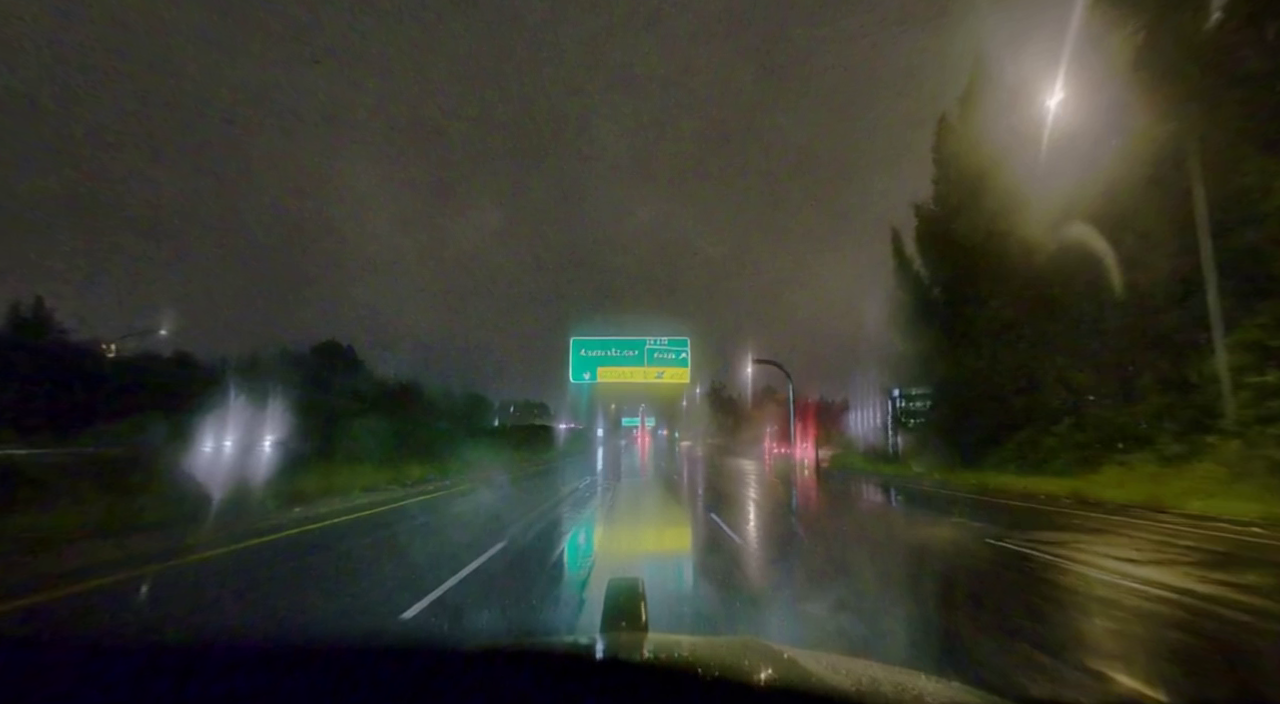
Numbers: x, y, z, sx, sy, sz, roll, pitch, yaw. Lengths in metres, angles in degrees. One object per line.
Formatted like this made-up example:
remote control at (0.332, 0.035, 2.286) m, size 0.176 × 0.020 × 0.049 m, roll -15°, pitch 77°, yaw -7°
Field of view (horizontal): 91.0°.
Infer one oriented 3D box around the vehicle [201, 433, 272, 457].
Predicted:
vehicle at (-27.352, 6.331, 42.891) m, size 2.072 × 1.548 × 4.290 m, roll 0°, pitch -8°, yaw -2°
